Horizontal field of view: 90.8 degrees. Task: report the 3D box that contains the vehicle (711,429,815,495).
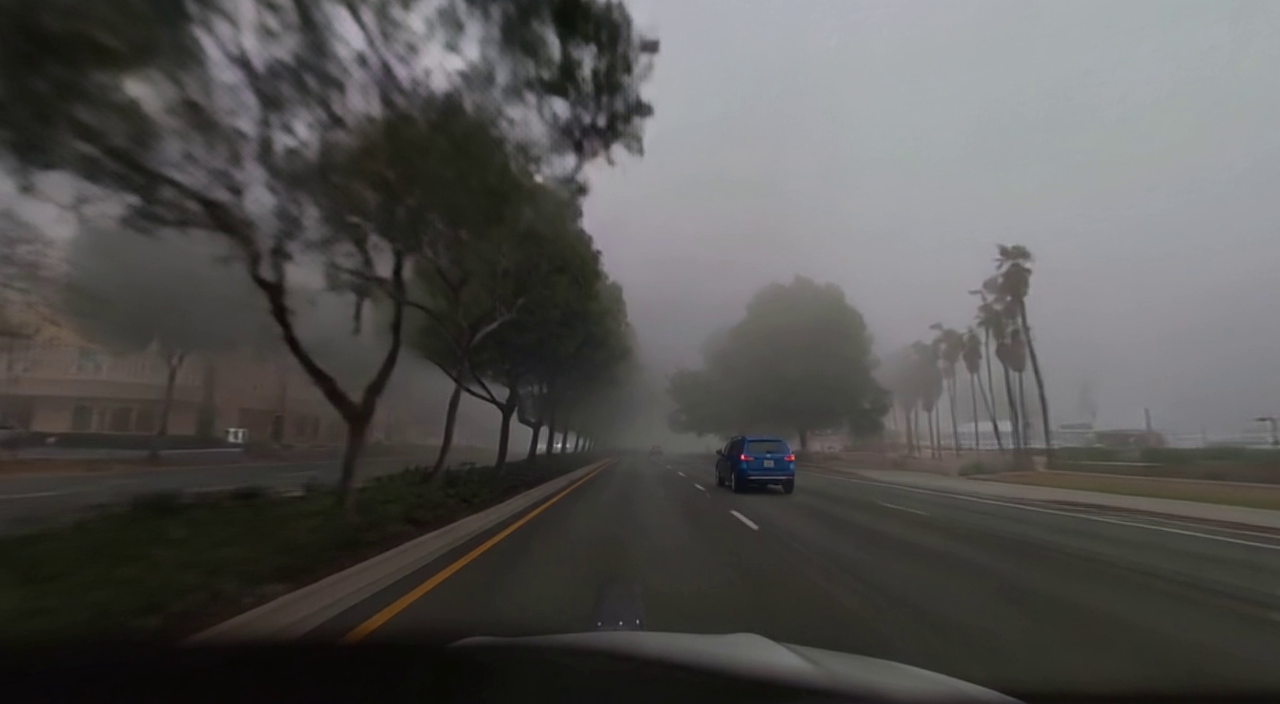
[{"bbox_3d":[3.431,3.162,18.527,2.072,1.696,4.177,0,-9,-2],"label":"vehicle"}]
